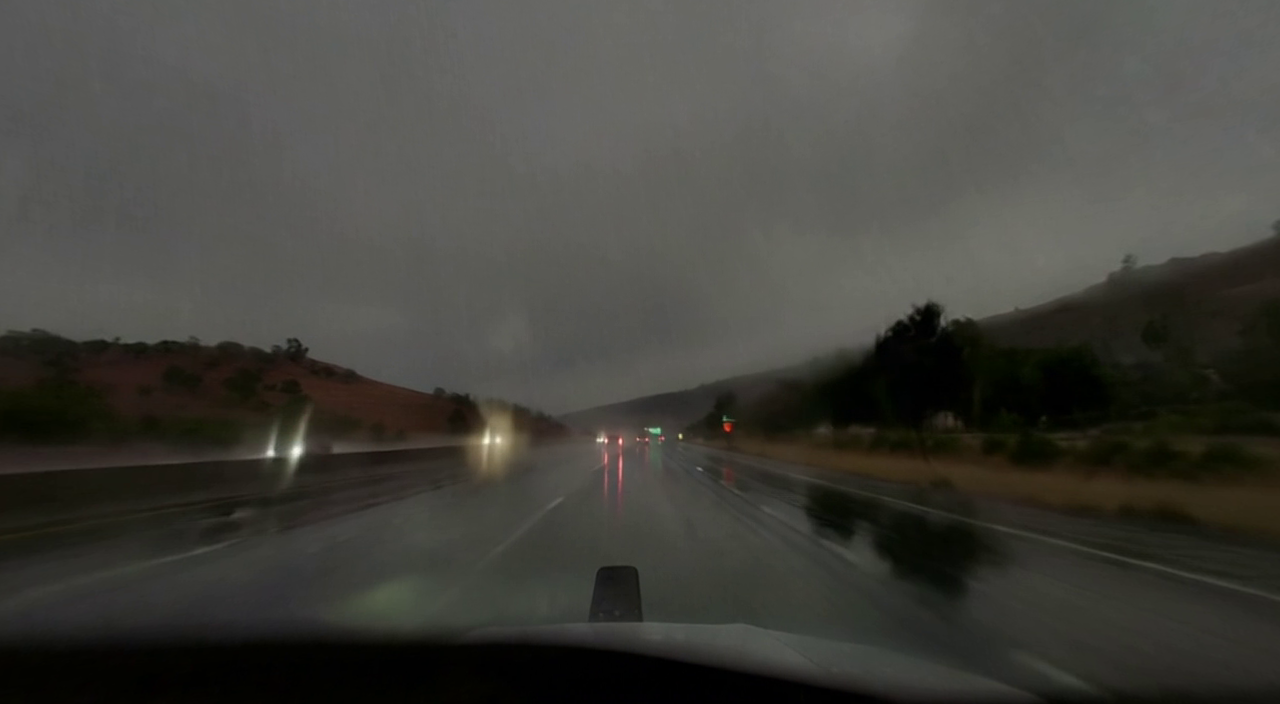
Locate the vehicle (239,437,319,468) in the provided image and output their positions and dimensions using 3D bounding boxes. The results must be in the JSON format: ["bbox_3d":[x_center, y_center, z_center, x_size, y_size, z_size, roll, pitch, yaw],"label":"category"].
[{"bbox_3d":[-19.524,5.433,34.231,1.841,1.539,4.319,0,-8,0],"label":"vehicle"}]
